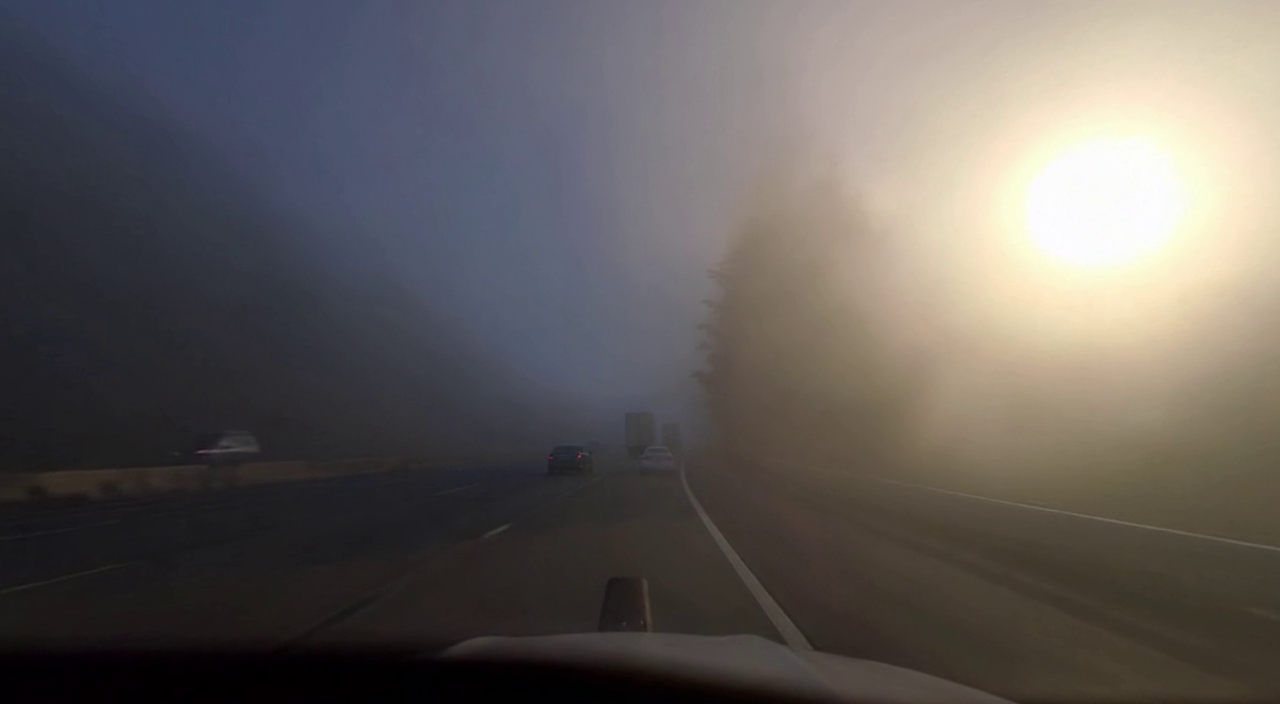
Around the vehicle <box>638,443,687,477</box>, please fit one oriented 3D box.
[{"bbox_3d":[0.988,4.676,27.601,1.984,1.365,3.767,0,-9,2],"label":"vehicle"}]

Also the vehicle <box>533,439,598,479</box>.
[{"bbox_3d":[-3.026,4.488,26.684,1.916,1.486,4.631,0,-9,4],"label":"vehicle"}]
